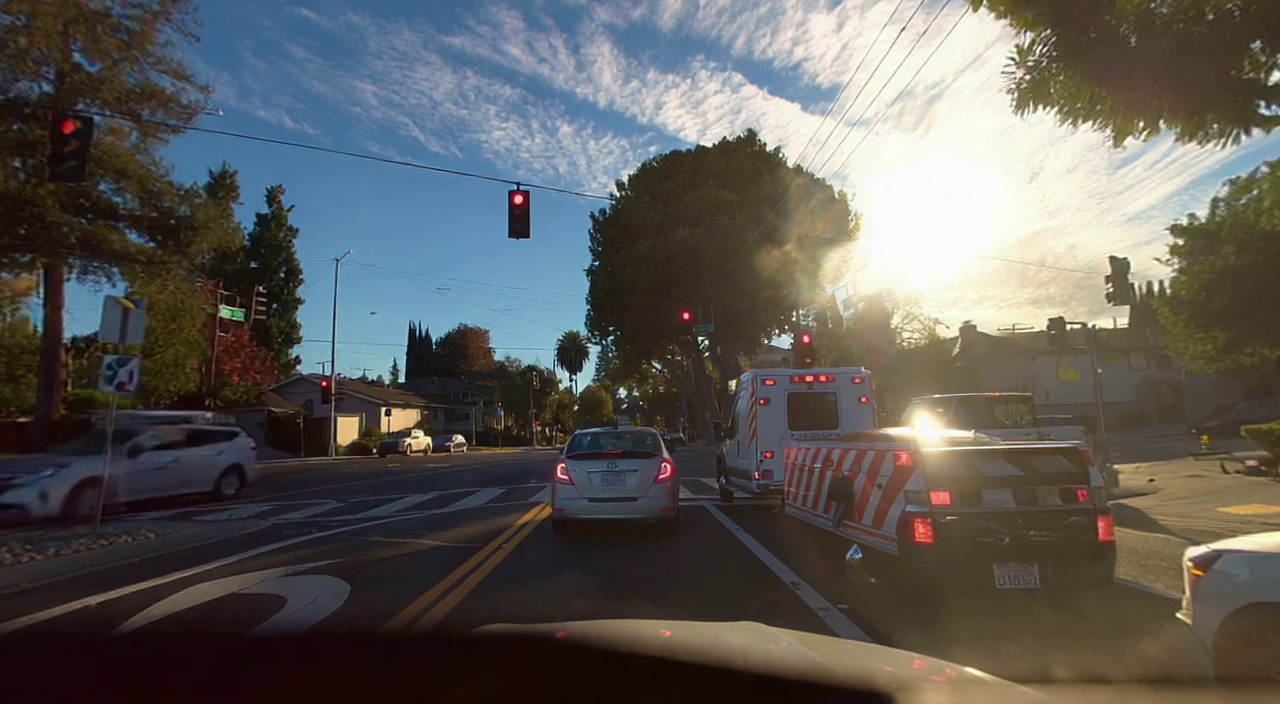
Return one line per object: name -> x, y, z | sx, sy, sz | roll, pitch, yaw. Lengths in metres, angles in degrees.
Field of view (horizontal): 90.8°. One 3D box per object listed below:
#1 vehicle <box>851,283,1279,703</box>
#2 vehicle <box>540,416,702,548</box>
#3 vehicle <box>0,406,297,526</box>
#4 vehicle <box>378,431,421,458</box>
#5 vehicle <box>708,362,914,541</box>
vehicle -> 2.844, 0.894, 2.842 | 2.194, 1.820, 4.652 | 0, -8, 0
vehicle -> -0.289, 1.972, 10.193 | 2.114, 1.707, 3.725 | 0, -8, -1
vehicle -> -10.516, 2.349, 13.651 | 2.349, 1.988, 5.813 | -1, -8, 8
vehicle -> -17.759, 6.875, 46.874 | 2.246, 1.880, 4.454 | 1, -8, -12
vehicle -> 2.879, 1.895, 12.385 | 2.406, 2.687, 5.521 | 0, -8, -1
